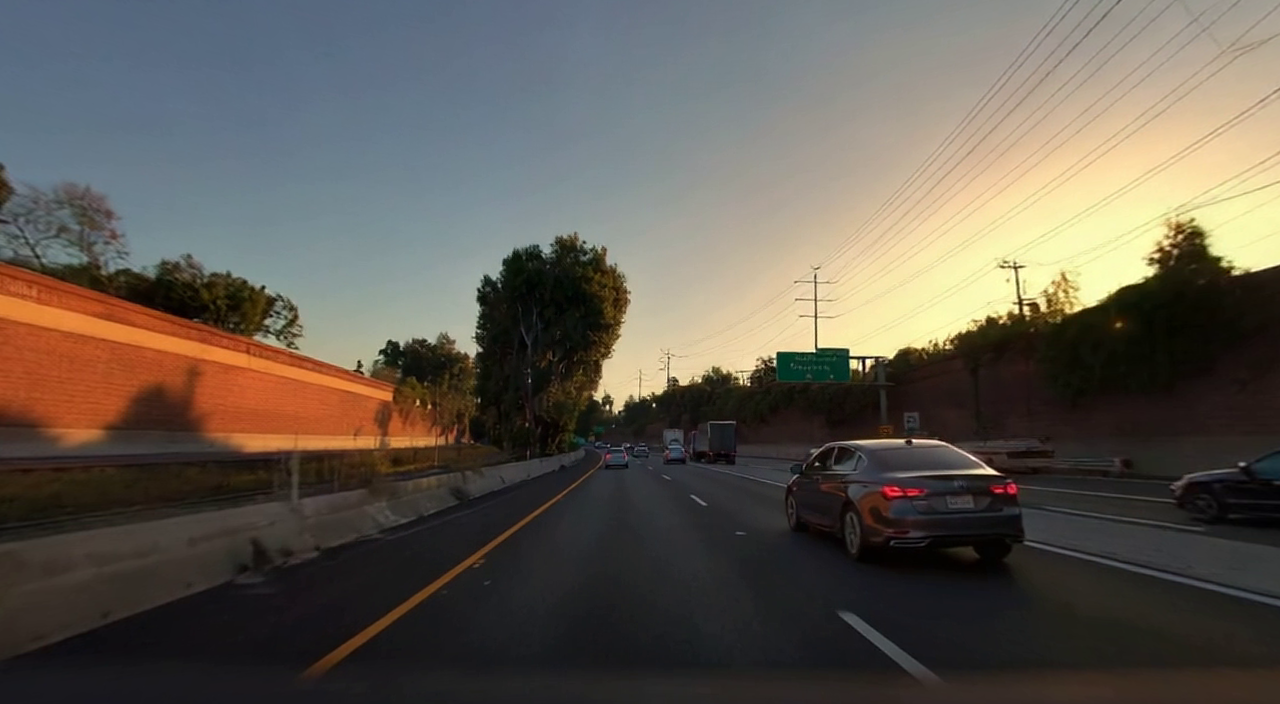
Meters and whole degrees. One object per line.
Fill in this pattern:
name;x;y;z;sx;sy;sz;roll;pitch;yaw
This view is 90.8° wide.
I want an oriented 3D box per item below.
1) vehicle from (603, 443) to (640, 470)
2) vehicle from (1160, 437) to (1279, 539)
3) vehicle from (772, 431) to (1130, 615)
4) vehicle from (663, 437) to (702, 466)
vehicle;-1.140;6.188;37.608;2.083;1.477;3.965;0;-9;-3
vehicle;10.261;1.922;8.836;1.980;1.473;4.618;0;-9;-1
vehicle;2.966;1.696;7.258;1.922;1.465;4.165;0;-9;-1
vehicle;2.908;6.966;44.306;2.114;1.849;4.692;0;-9;-3
